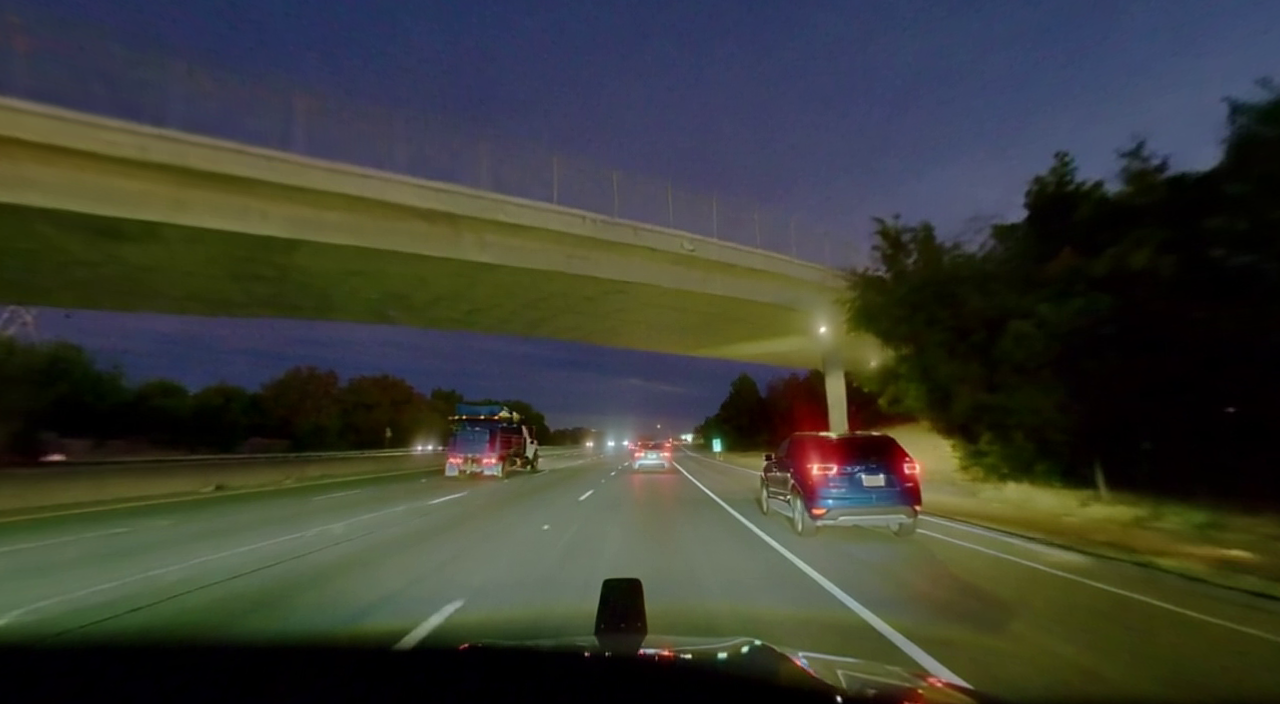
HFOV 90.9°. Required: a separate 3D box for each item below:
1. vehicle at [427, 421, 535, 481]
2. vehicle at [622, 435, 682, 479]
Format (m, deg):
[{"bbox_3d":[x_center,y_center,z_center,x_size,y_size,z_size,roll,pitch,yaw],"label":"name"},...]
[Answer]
[{"bbox_3d":[-6.573,4.245,27.312,2.827,2.236,7.057,0,-8,0],"label":"vehicle"},{"bbox_3d":[0.487,4.392,26.663,2.336,1.722,4.212,0,-8,0],"label":"vehicle"}]
